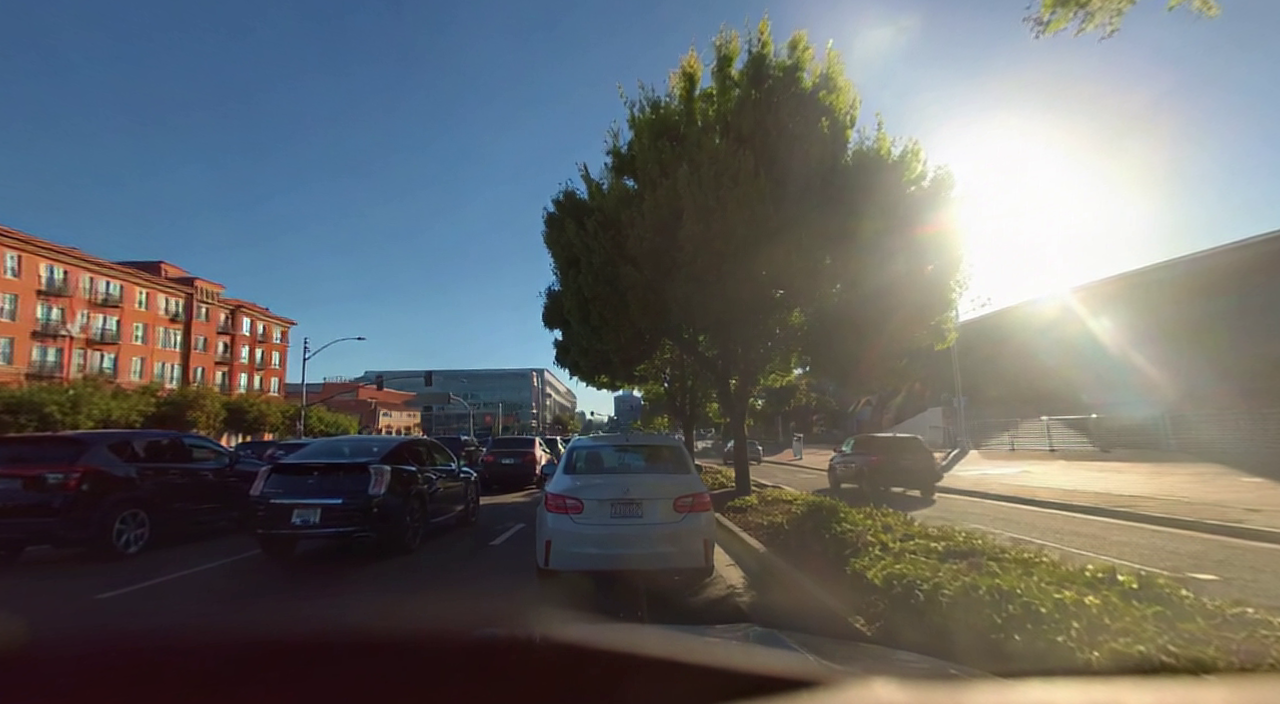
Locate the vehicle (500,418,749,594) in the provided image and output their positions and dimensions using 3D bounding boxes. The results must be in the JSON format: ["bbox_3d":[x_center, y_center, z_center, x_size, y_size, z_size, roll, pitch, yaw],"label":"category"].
[{"bbox_3d":[-0.165,1.651,7.649,2.161,1.501,4.184,0,-9,-1],"label":"vehicle"}]

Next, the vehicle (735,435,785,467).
[{"bbox_3d":[6.637,5.526,35.357,1.889,1.681,4.120,0,-9,-1],"label":"vehicle"}]

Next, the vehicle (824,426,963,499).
[{"bbox_3d":[6.372,2.832,16.482,1.895,1.633,4.030,0,-9,-1],"label":"vehicle"}]

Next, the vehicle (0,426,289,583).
[{"bbox_3d":[-6.940,1.825,8.439,1.860,1.491,4.586,0,-9,0],"label":"vehicle"}]

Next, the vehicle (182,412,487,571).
[{"bbox_3d":[-3.710,1.779,8.800,2.009,1.619,4.376,0,-9,1],"label":"vehicle"}]
